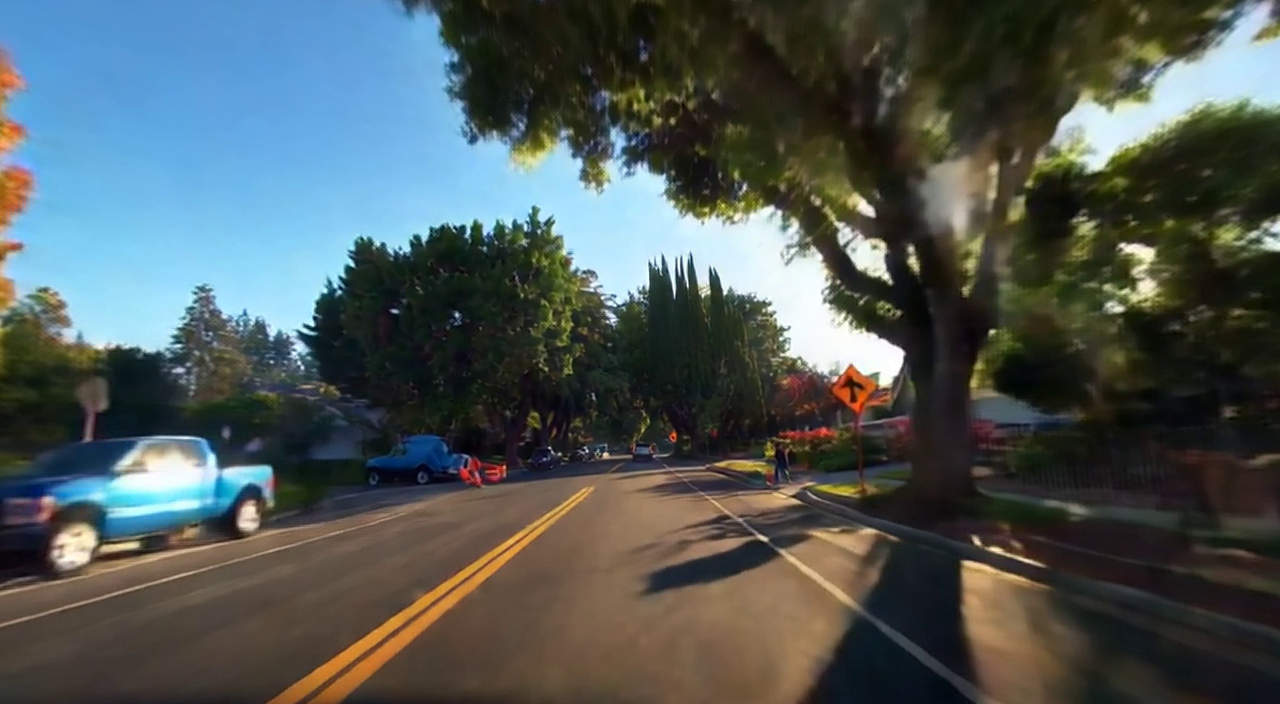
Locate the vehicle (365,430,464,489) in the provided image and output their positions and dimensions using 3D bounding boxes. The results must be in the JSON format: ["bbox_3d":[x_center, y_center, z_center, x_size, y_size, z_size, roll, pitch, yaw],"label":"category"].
[{"bbox_3d":[-10.618,5.052,29.867,4.120,2.628,2.064,3,-9,-18],"label":"vehicle"}]

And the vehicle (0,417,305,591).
[{"bbox_3d":[-8.319,2.277,10.524,2.375,2.016,5.936,-4,-7,-1],"label":"vehicle"}]
